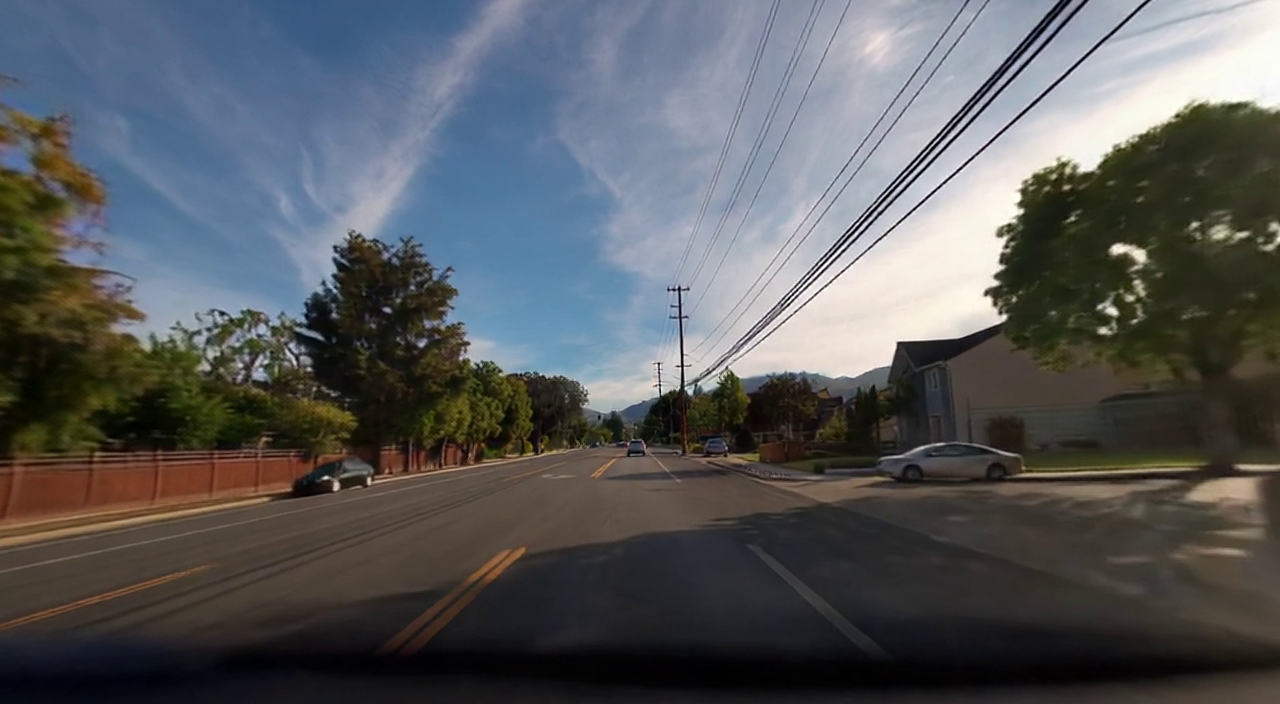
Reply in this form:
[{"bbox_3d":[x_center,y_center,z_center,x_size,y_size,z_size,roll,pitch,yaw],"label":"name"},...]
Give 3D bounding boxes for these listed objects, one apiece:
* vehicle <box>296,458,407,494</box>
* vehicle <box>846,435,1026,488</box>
[{"bbox_3d":[-12.202,5.266,27.048,2.530,1.265,4.495,-1,-8,2],"label":"vehicle"},{"bbox_3d":[8.754,3.274,19.014,4.487,1.461,1.874,-1,-9,8],"label":"vehicle"}]
